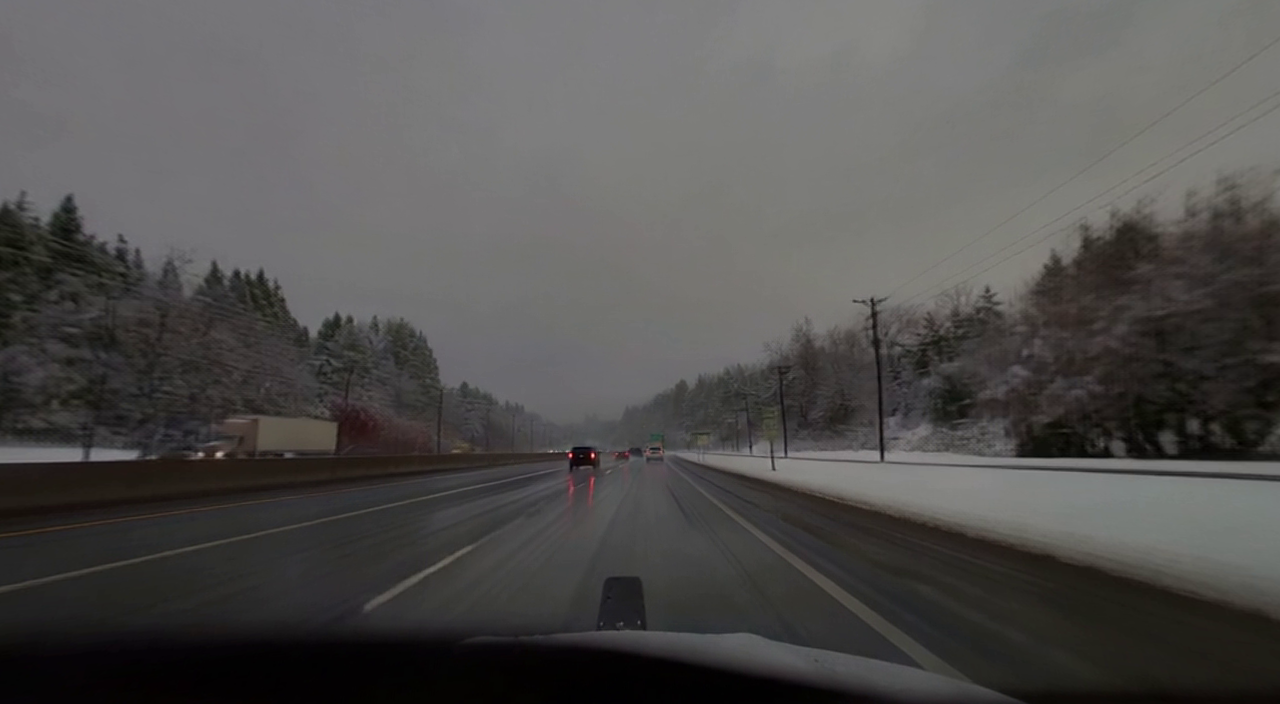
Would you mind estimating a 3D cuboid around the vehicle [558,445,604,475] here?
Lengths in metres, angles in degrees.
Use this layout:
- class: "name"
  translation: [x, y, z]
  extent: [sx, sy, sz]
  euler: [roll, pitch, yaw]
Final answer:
- class: "vehicle"
  translation: [-3.488, 6.528, 38.158]
  extent: [2.263, 1.696, 4.321]
  euler: [0, -9, 2]
